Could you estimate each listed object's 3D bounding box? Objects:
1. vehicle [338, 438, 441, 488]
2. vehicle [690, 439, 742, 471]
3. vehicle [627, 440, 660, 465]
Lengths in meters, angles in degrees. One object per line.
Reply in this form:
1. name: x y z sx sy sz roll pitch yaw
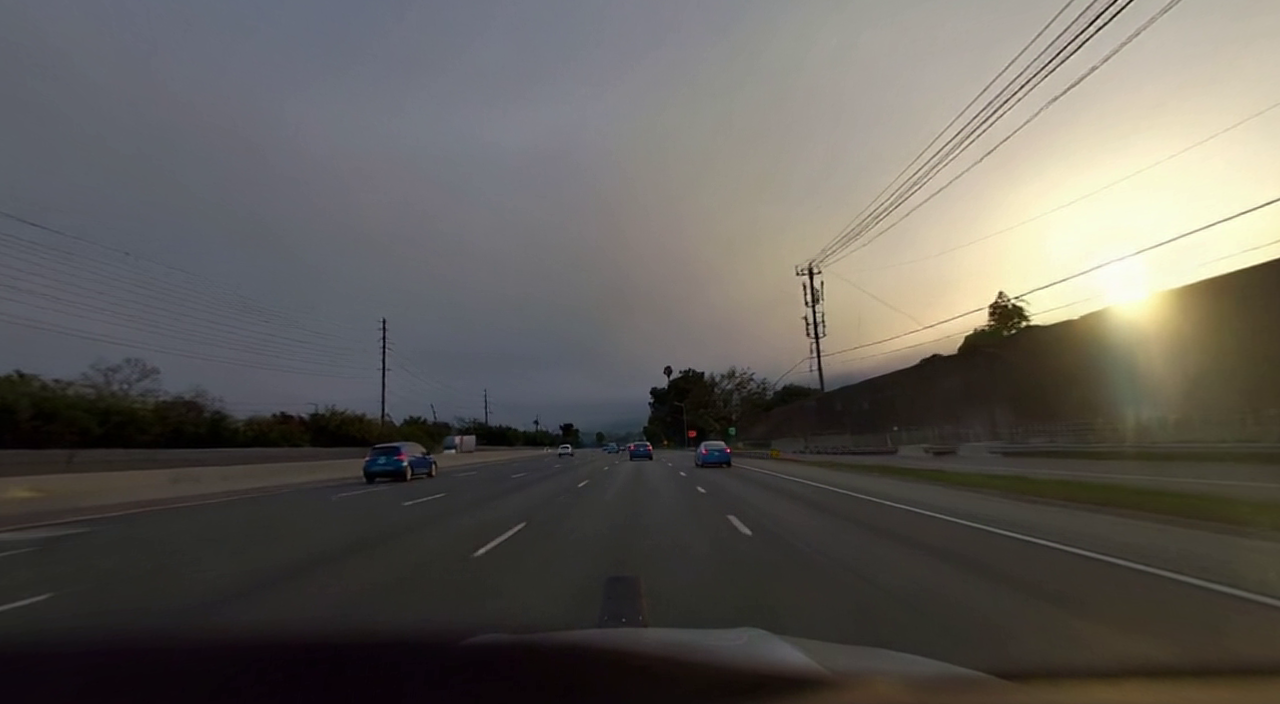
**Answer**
1. vehicle: -10.324 4.601 26.541 2.241 1.810 4.966 -2 -8 1
2. vehicle: 3.785 5.202 32.090 2.060 1.526 4.387 0 -8 -1
3. vehicle: 0.230 6.456 40.689 2.036 1.474 3.969 0 -8 0
